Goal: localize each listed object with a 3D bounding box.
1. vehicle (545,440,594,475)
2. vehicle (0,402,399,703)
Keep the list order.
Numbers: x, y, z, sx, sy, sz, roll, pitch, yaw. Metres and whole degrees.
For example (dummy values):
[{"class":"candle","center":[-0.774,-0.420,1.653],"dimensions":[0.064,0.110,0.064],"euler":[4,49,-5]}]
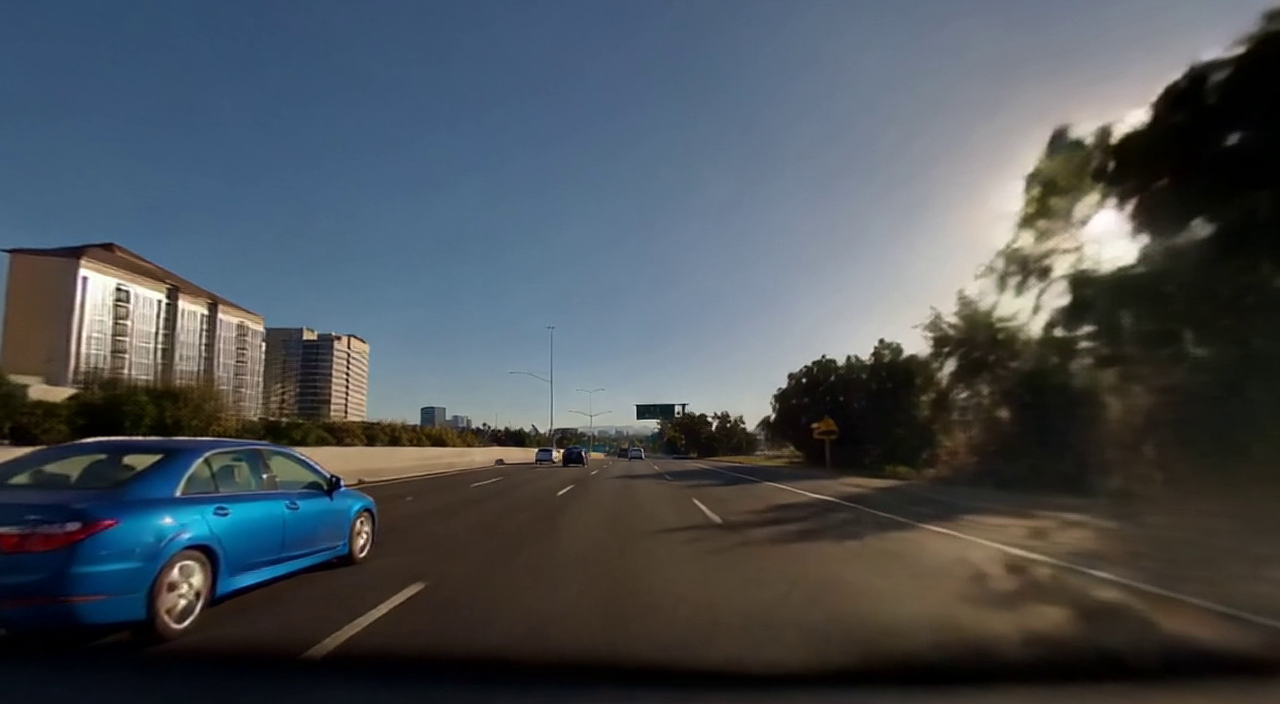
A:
[{"class":"vehicle","center":[-3.619,5.516,33.176],"dimensions":[2.075,1.702,4.257],"euler":[0,-9,0]},{"class":"vehicle","center":[-3.754,1.270,4.698],"dimensions":[2.114,1.480,4.473],"euler":[0,-9,1]}]
